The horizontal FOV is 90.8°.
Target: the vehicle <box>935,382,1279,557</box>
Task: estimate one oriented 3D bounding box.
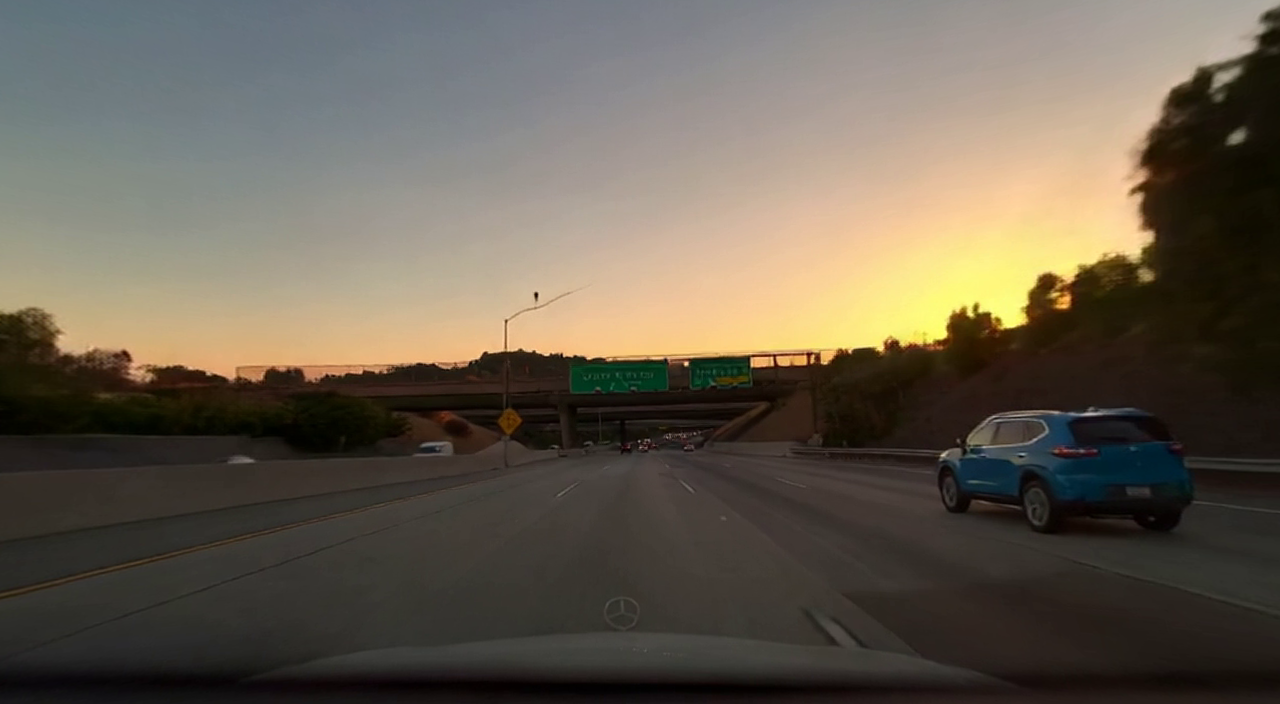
[{"bbox_3d":[6.597,1.615,9.251,2.222,1.899,4.595,0,-8,-1],"label":"vehicle"}]

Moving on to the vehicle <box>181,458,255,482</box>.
[{"bbox_3d":[-29.291,8.168,43.994,1.907,1.499,4.738,-1,-8,0],"label":"vehicle"}]
